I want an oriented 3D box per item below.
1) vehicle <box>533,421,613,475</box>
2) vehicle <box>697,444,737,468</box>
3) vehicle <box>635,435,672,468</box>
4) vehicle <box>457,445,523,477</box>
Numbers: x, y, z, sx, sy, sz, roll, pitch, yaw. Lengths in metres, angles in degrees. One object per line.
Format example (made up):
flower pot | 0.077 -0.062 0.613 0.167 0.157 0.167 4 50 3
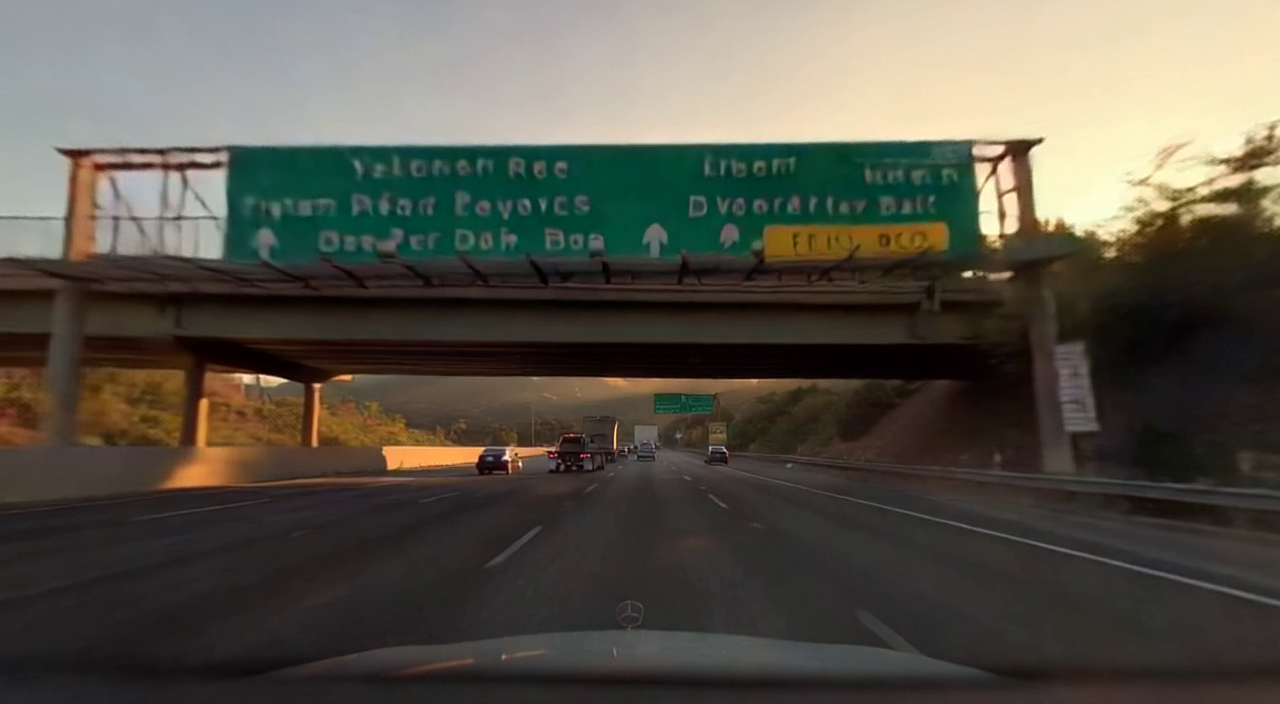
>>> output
vehicle | -3.354 5.539 36.667 2.854 2.379 16.653 0 -8 0
vehicle | 4.880 6.668 40.613 1.993 1.474 4.230 0 -8 0
vehicle | 0.845 6.604 42.010 2.309 2.023 5.130 0 -8 1
vehicle | -7.193 5.243 30.688 1.965 1.437 4.592 0 -8 2
